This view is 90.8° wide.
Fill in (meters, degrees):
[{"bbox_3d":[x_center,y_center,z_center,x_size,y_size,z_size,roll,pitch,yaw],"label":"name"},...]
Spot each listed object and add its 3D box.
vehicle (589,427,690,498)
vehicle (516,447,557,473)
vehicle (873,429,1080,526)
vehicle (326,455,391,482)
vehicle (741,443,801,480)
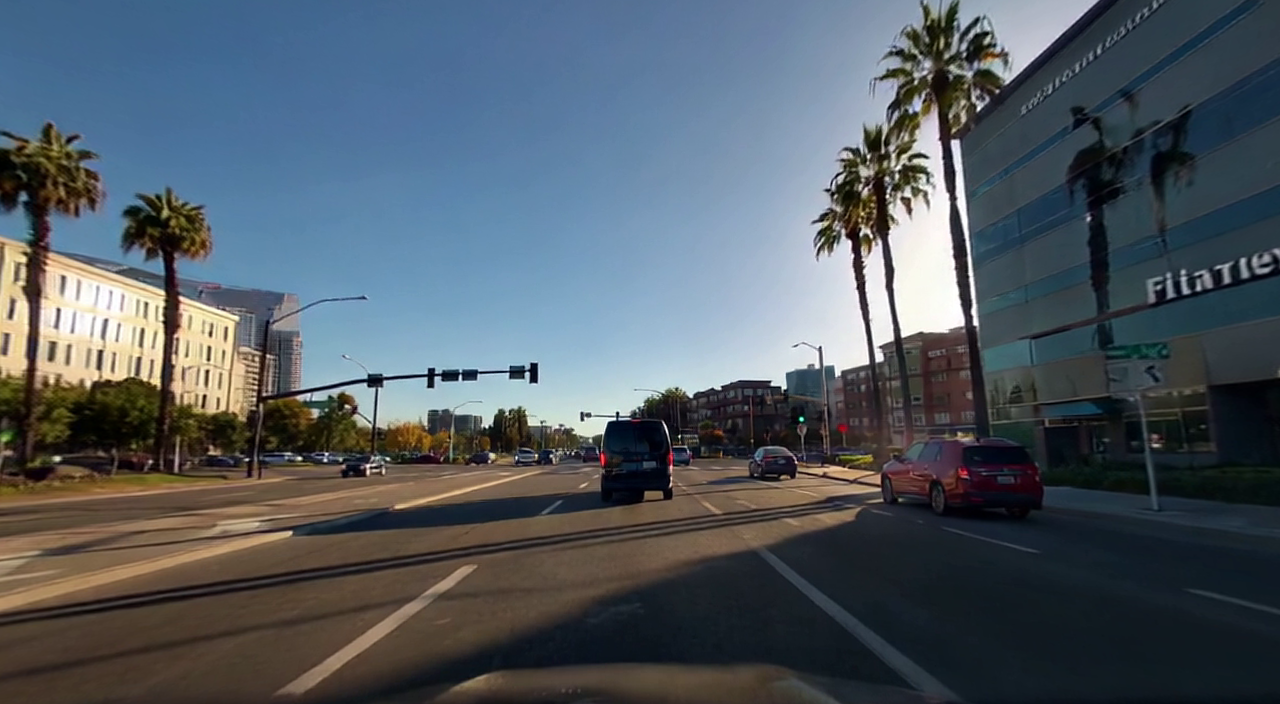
[{"bbox_3d":[-0.103,3.546,20.687,2.848,1.991,5.706,0,-9,-2],"label":"vehicle"},{"bbox_3d":[-6.953,7.275,42.777,2.109,1.653,4.681,0,-9,-2],"label":"vehicle"},{"bbox_3d":[7.130,2.686,14.097,2.023,1.771,4.488,0,-9,-2],"label":"vehicle"},{"bbox_3d":[-16.845,6.969,38.037,1.953,1.480,4.632,0,-9,-3],"label":"vehicle"},{"bbox_3d":[6.508,5.497,31.916,1.931,1.692,4.267,0,-9,-2],"label":"vehicle"}]
